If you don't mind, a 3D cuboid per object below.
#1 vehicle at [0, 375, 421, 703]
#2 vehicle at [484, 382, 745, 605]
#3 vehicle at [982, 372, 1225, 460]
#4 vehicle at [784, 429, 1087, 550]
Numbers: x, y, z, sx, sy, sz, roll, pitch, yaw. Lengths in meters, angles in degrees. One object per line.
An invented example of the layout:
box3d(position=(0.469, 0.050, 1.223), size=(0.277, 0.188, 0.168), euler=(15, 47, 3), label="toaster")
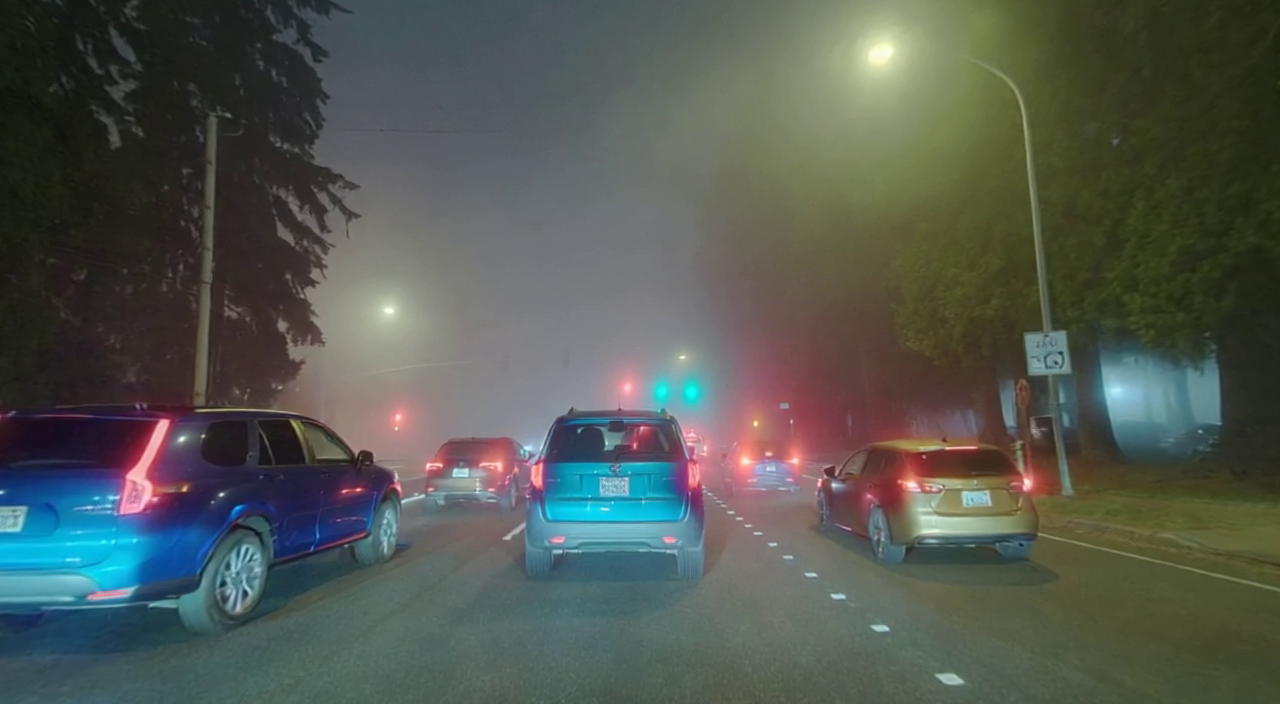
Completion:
box3d(position=(-3.709, 1.286, 5.426), size=(2.039, 1.709, 4.265), euler=(0, -8, 1), label="vehicle")
box3d(position=(-0.215, 1.489, 7.483), size=(2.132, 1.816, 4.471), euler=(0, -8, 0), label="vehicle")
box3d(position=(17.884, 2.543, 24.689), size=(7.314, 3.230, 2.680), euler=(0, -8, -2), label="vehicle")
box3d(position=(4.318, 2.065, 10.306), size=(2.036, 1.480, 4.659), euler=(1, -9, -11), label="vehicle")
